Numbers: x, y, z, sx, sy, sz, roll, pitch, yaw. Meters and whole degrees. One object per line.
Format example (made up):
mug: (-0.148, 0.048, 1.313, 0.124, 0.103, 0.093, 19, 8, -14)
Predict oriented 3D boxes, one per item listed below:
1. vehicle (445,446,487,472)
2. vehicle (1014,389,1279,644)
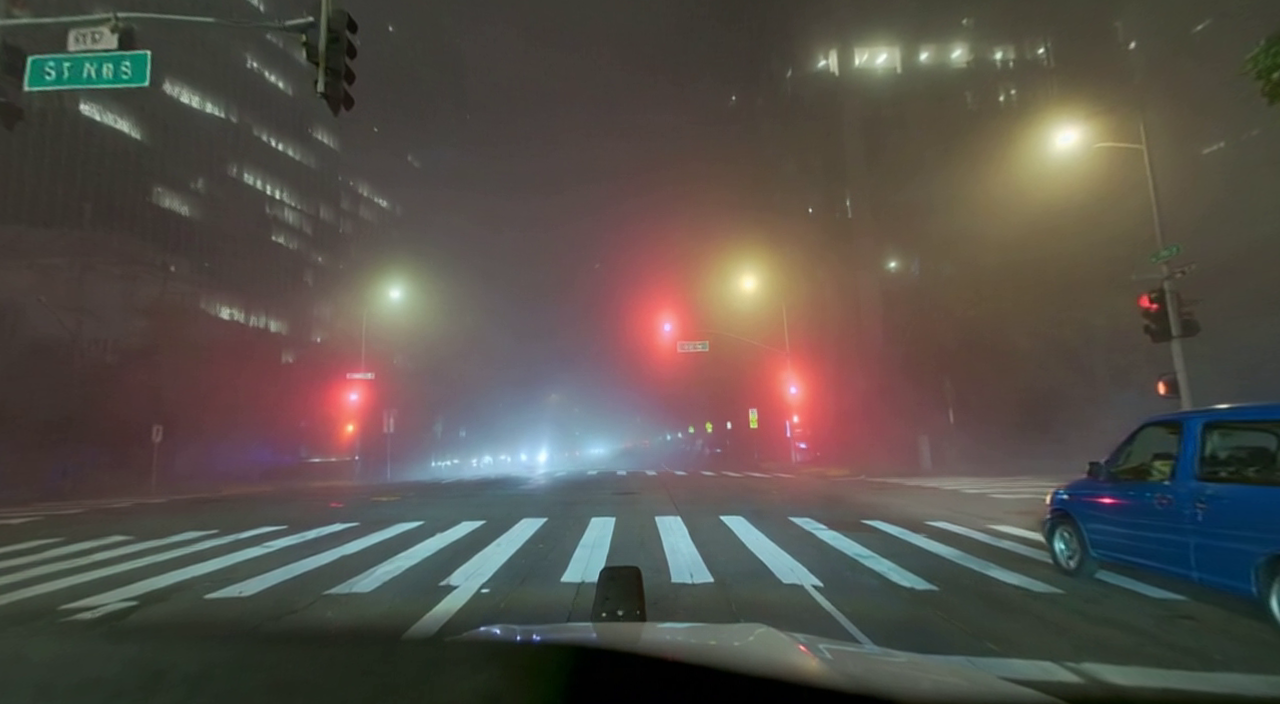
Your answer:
vehicle: (-12.452, 7.629, 45.374, 1.935, 1.639, 4.244, -3, -8, -2)
vehicle: (5.598, 1.252, 5.051, 2.070, 1.804, 4.881, 0, -8, -2)
